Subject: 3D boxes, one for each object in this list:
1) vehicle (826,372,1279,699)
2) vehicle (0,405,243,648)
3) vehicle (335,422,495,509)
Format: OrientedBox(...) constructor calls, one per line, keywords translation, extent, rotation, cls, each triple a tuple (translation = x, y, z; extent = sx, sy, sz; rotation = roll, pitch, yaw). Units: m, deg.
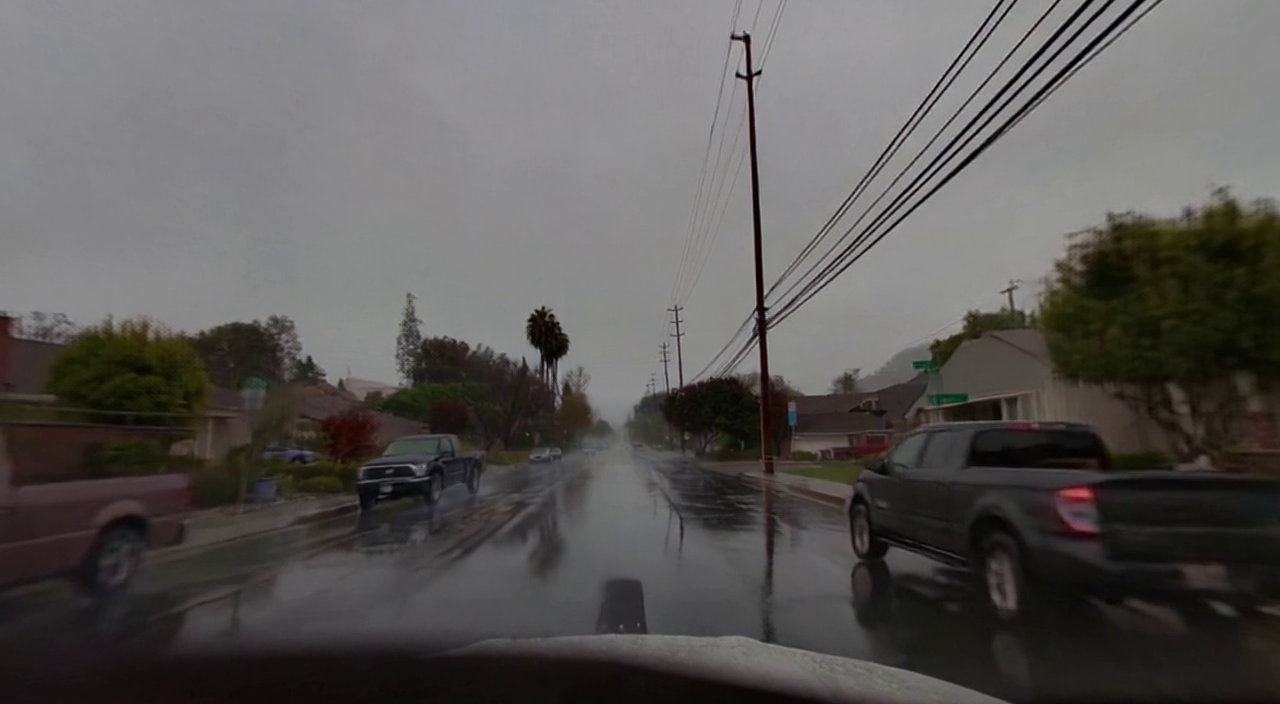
OrientedBox(translation=(3.552, 1.322, 5.769), extent=(2.167, 1.746, 4.541), rotation=(0, -9, -2), cls="vehicle")
OrientedBox(translation=(-5.821, 1.337, 4.976), extent=(2.226, 1.768, 4.780), rotation=(0, -9, 0), cls="vehicle")
OrientedBox(translation=(-6.084, 3.177, 18.211), extent=(2.455, 2.045, 6.171), rotation=(0, -9, -2), cls="vehicle")
